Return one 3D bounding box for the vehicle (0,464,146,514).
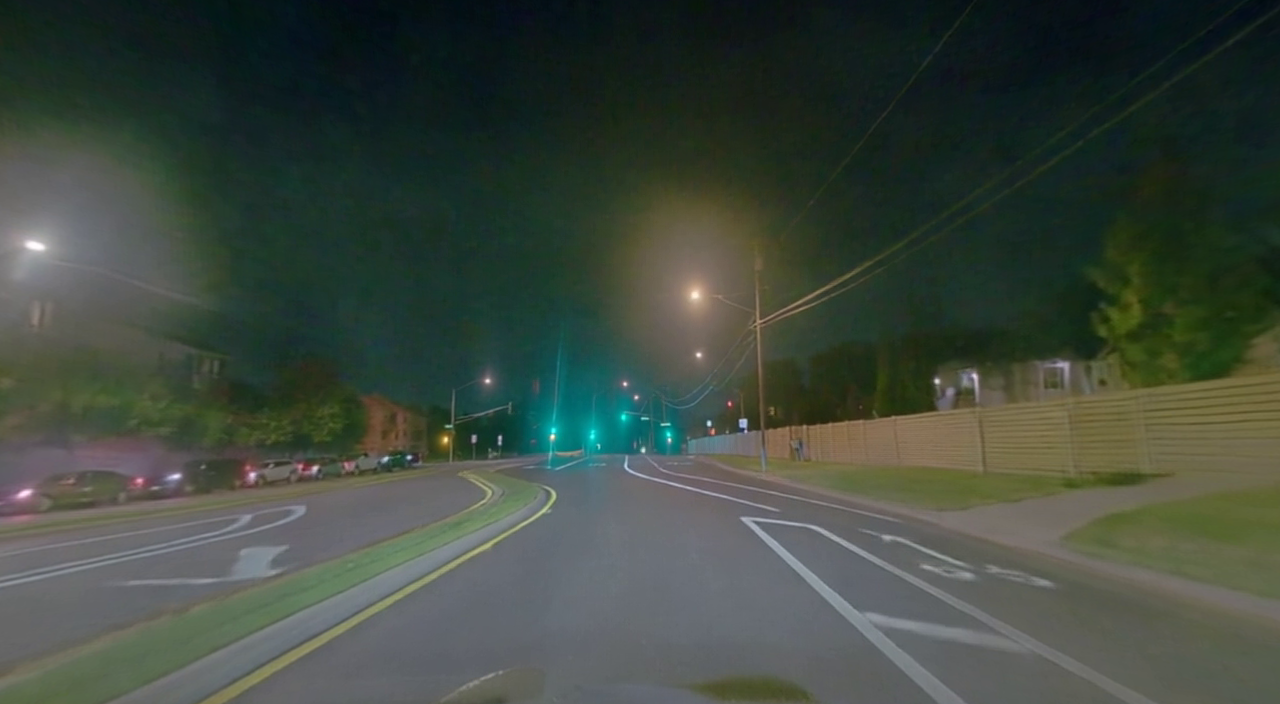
[{"bbox_3d":[-21.619,5.012,23.533,1.919,1.497,5.140,-1,-8,4],"label":"vehicle"}]

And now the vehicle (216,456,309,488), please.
[{"bbox_3d":[-21.437,6.830,36.114,1.954,1.575,5.225,0,-8,2],"label":"vehicle"}]

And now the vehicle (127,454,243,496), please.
[{"bbox_3d":[-21.631,5.840,30.251,1.974,1.704,4.628,1,-8,2],"label":"vehicle"}]

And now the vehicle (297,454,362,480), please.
[{"bbox_3d":[-21.280,7.872,43.425,1.883,1.506,4.863,1,-8,2],"label":"vehicle"}]
